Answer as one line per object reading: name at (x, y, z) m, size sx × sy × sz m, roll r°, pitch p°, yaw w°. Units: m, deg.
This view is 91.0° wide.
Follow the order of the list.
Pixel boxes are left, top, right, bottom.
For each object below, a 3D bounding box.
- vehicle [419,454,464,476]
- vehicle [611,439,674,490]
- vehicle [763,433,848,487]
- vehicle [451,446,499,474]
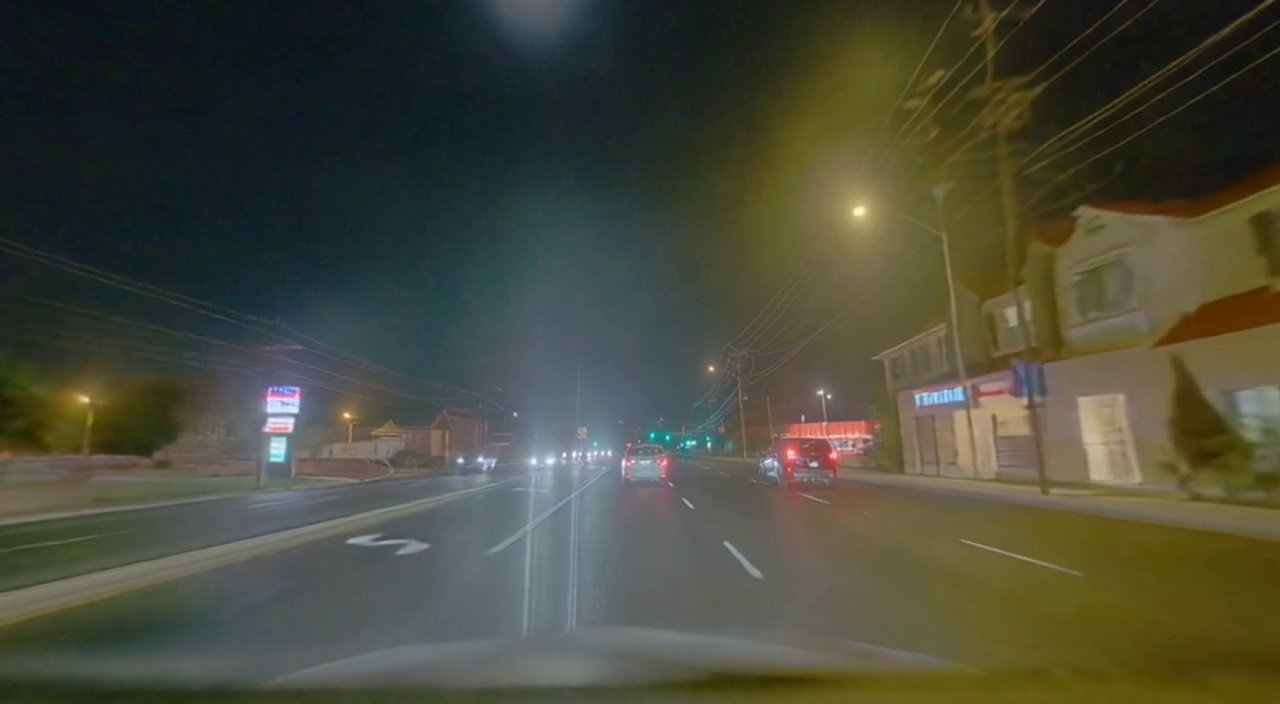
vehicle at (-14.722, 8.380, 47.017) m, size 1.945 × 1.504 × 4.362 m, roll 0°, pitch -9°, yaw 0°
vehicle at (0.062, 4.144, 23.560) m, size 2.138 × 1.702 × 4.168 m, roll 0°, pitch -9°, yaw -1°
vehicle at (6.282, 4.142, 24.432) m, size 2.061 × 1.889 × 4.268 m, roll 0°, pitch -9°, yaw -1°
vehicle at (-11.164, 7.333, 42.937) m, size 2.078 × 1.825 × 4.611 m, roll 0°, pitch -9°, yaw 0°
